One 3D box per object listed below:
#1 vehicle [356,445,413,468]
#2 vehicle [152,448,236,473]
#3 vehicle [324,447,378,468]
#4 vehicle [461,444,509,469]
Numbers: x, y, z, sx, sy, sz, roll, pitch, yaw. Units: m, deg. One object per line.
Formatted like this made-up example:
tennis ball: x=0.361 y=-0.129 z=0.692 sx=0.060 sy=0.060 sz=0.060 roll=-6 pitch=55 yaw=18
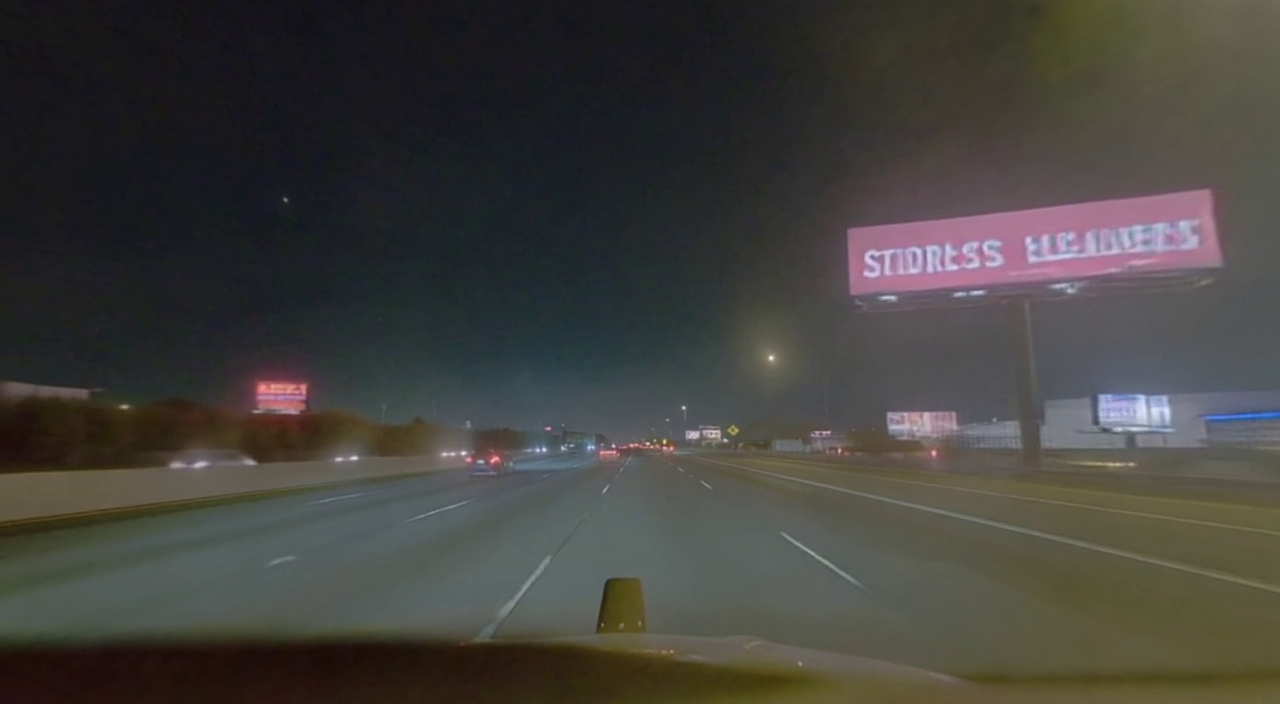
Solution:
vehicle: x=-18.711 y=7.682 z=46.191 sx=1.988 sy=1.572 sz=4.923 roll=0 pitch=-9 yaw=1
vehicle: x=-29.167 y=7.073 z=41.275 sx=1.888 sy=1.509 sz=4.905 roll=0 pitch=-9 yaw=1
vehicle: x=-22.055 y=8.024 z=48.114 sx=2.021 sy=1.518 sz=4.362 roll=0 pitch=-9 yaw=1
vehicle: x=-10.063 y=6.767 z=41.036 sx=1.974 sy=1.513 sz=4.584 roll=0 pitch=-9 yaw=0
